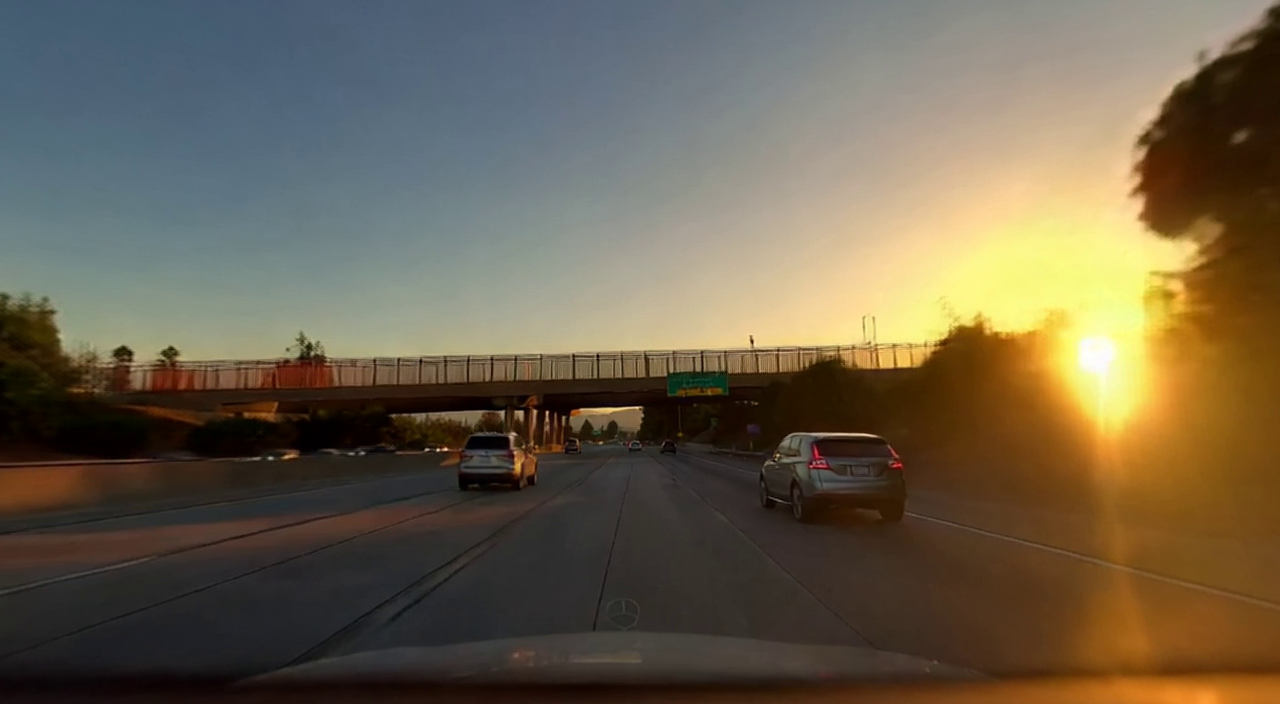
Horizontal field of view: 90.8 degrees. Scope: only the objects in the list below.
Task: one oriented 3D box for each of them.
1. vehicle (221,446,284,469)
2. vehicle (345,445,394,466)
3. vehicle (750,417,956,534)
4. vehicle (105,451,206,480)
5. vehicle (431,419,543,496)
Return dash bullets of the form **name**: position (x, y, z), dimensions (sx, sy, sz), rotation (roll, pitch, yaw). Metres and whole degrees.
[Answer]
- **vehicle**: position (-30.007, 8.170, 49.115), dimensions (1.952, 1.656, 4.611), rotation (0, -9, 0)
- **vehicle**: position (-19.849, 7.575, 46.514), dimensions (1.770, 1.469, 4.265), rotation (0, -9, -1)
- **vehicle**: position (3.632, 2.212, 11.883), dimensions (2.185, 1.749, 4.477), rotation (0, -9, -1)
- **vehicle**: position (-27.323, 6.390, 35.885), dimensions (1.852, 1.484, 4.894), rotation (0, -9, 0)
- **vehicle**: position (-4.132, 2.957, 17.927), dimensions (2.018, 1.872, 4.728), rotation (0, -9, -1)
